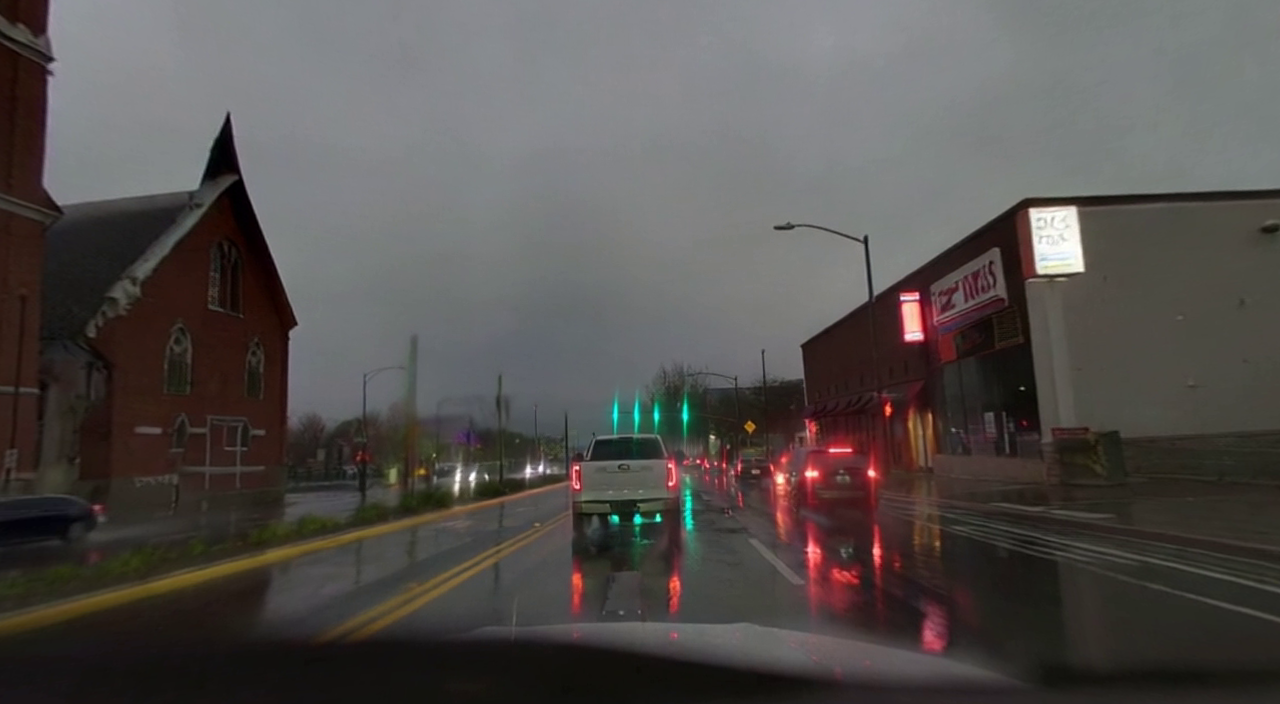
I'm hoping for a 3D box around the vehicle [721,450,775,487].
[{"bbox_3d":[4.794,5.214,28.603,1.890,1.491,4.166,-1,-9,2],"label":"vehicle"}]

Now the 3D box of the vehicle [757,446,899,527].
[{"bbox_3d":[3.902,2.829,13.976,1.883,1.472,4.471,-1,-9,2],"label":"vehicle"}]

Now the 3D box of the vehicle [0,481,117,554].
[{"bbox_3d":[-16.127,4.154,15.836,1.901,1.532,4.733,0,-9,1],"label":"vehicle"}]

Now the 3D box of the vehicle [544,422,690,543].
[{"bbox_3d":[-0.252,2.266,11.548,2.168,1.776,4.135,-1,-9,3],"label":"vehicle"}]
